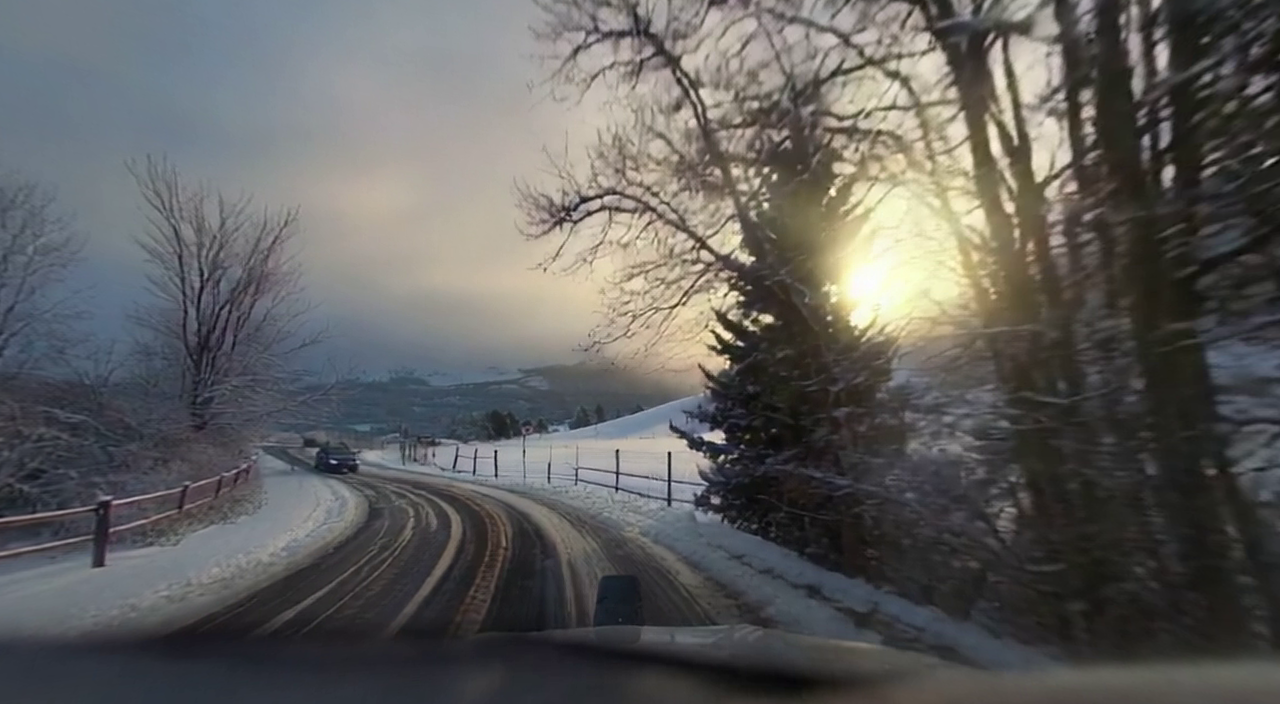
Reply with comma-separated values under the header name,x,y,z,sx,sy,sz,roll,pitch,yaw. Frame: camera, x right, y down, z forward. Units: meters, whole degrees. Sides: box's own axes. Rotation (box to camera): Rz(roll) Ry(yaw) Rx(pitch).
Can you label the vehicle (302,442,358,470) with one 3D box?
name,x,y,z,sx,sy,sz,roll,pitch,yaw
vehicle,-19.658,6.546,39.857,2.075,1.562,4.241,8,-11,-40
